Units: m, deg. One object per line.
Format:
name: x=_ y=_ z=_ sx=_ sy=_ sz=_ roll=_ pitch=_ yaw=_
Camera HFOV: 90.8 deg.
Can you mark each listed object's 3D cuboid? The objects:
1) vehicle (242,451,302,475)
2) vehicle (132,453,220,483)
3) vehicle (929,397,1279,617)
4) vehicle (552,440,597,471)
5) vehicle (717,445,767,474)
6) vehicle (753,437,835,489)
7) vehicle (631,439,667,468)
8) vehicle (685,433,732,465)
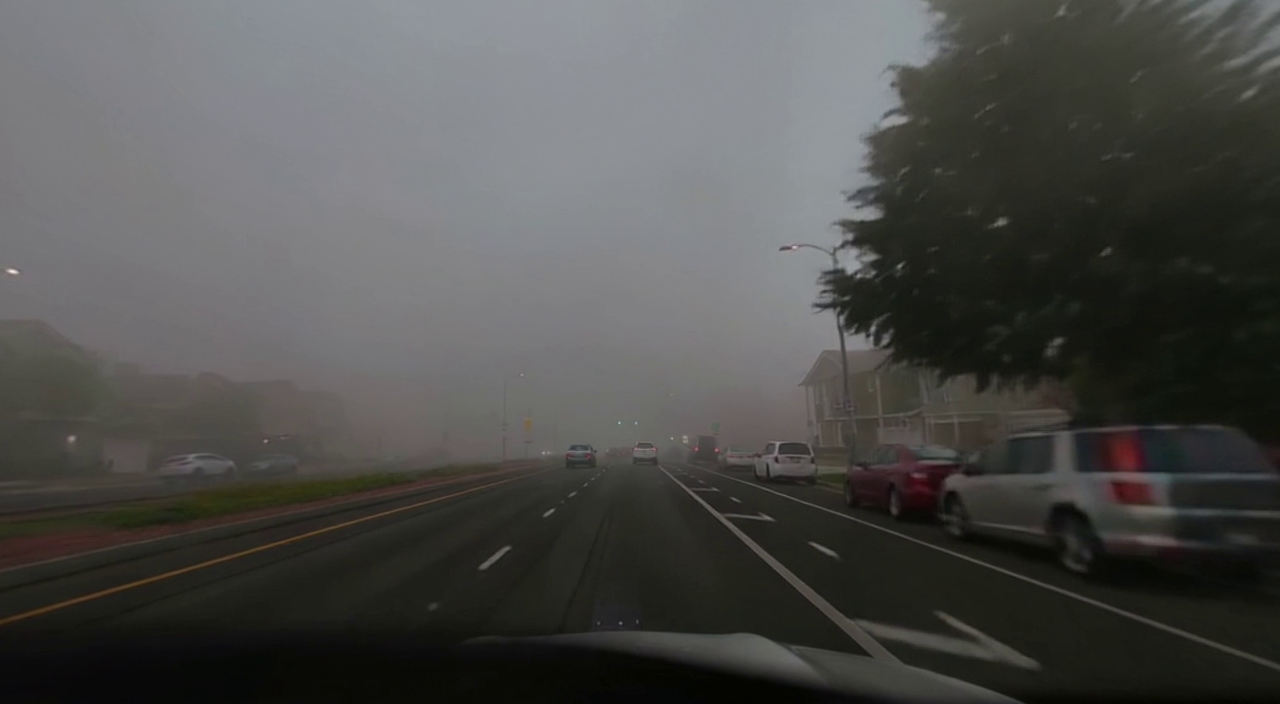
vehicle: x=-25.792 y=7.780 z=44.433 sx=1.794 sy=1.595 sz=4.123 roll=0 pitch=-9 yaw=0
vehicle: x=-25.998 y=6.486 z=35.597 sx=1.855 sy=1.552 sz=4.092 roll=0 pitch=-9 yaw=-1
vehicle: x=5.773 y=1.648 z=7.737 sx=2.154 sy=1.824 sz=4.782 roll=0 pitch=-9 yaw=0
vehicle: x=-3.924 y=6.344 z=38.840 sx=2.233 sy=1.775 sz=4.491 roll=0 pitch=-9 yaw=1
vehicle: x=5.619 y=5.983 z=35.353 sx=1.910 sy=1.520 sz=4.375 roll=0 pitch=-9 yaw=-3
vehicle: x=5.696 y=4.141 z=23.990 sx=2.020 sy=1.762 sz=4.559 roll=0 pitch=-9 yaw=1
vehicle: x=0.540 y=6.943 z=43.385 sx=2.273 sy=1.851 sz=5.075 roll=0 pitch=-9 yaw=-1
vehicle: x=5.245 y=7.632 z=49.855 sx=2.763 sy=2.329 sz=7.864 roll=0 pitch=-8 yaw=0
